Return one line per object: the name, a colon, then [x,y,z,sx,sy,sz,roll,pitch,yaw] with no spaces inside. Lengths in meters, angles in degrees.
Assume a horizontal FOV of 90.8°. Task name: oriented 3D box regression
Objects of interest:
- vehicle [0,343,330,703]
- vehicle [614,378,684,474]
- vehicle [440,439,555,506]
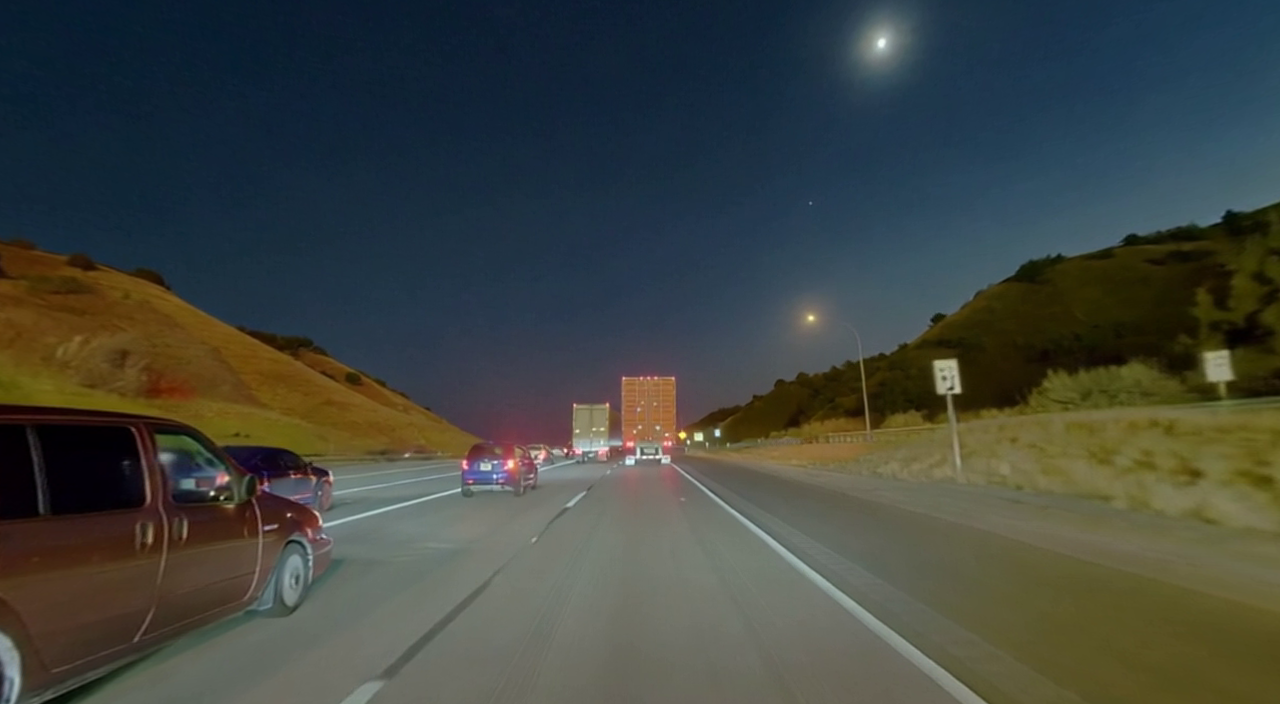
vehicle: [-3.813,0.918,3.030,2.136,1.779,4.875,-1,-8,1]
vehicle: [0.523,3.869,32.086,2.913,3.988,10.874,-1,-8,1]
vehicle: [-3.451,2.975,16.174,1.950,1.446,4.224,-1,-8,0]
